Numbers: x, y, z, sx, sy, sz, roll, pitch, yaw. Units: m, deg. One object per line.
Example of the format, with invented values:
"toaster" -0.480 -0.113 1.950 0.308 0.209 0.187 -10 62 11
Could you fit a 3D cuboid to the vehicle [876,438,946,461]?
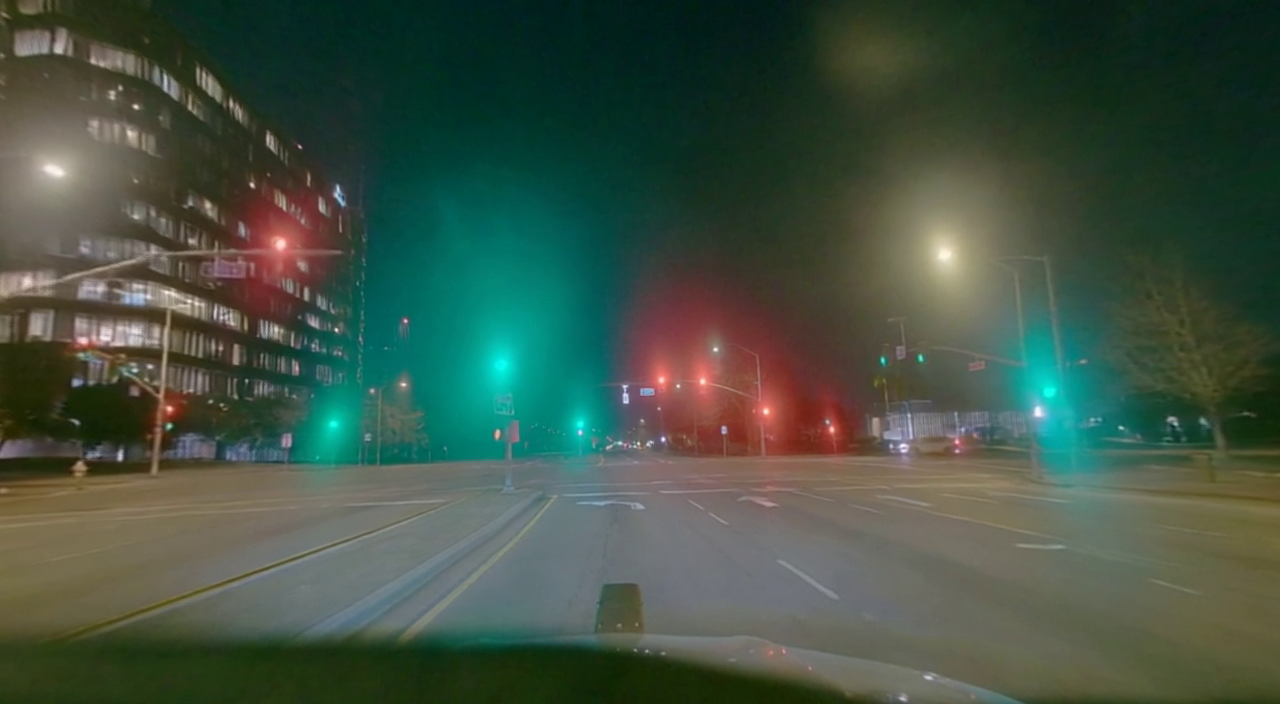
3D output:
"vehicle" 20.491 7.347 47.540 4.769 1.634 1.884 3 -9 -21
